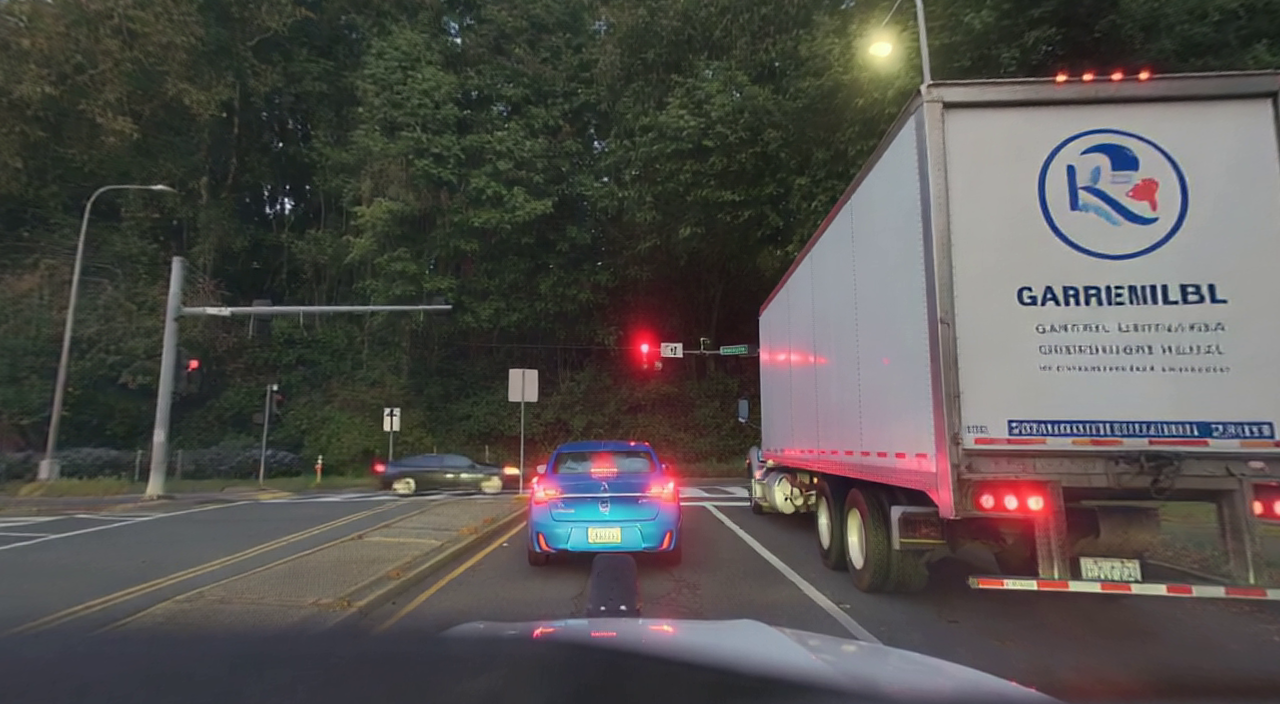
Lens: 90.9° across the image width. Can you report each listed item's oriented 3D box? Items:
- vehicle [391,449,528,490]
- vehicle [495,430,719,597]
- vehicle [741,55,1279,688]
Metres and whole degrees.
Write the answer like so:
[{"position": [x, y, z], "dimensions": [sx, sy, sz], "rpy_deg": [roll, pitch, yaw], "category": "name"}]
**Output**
[{"position": [-6.752, 4.453, 24.070], "dimensions": [4.761, 1.436, 1.870], "rpy_deg": [1, -9, -8], "category": "vehicle"}, {"position": [-0.328, 1.713, 7.425], "dimensions": [1.975, 1.457, 3.526], "rpy_deg": [0, -9, -1], "category": "vehicle"}, {"position": [3.511, 0.725, 8.542], "dimensions": [2.884, 3.753, 9.763], "rpy_deg": [0, -9, 1], "category": "vehicle"}]
